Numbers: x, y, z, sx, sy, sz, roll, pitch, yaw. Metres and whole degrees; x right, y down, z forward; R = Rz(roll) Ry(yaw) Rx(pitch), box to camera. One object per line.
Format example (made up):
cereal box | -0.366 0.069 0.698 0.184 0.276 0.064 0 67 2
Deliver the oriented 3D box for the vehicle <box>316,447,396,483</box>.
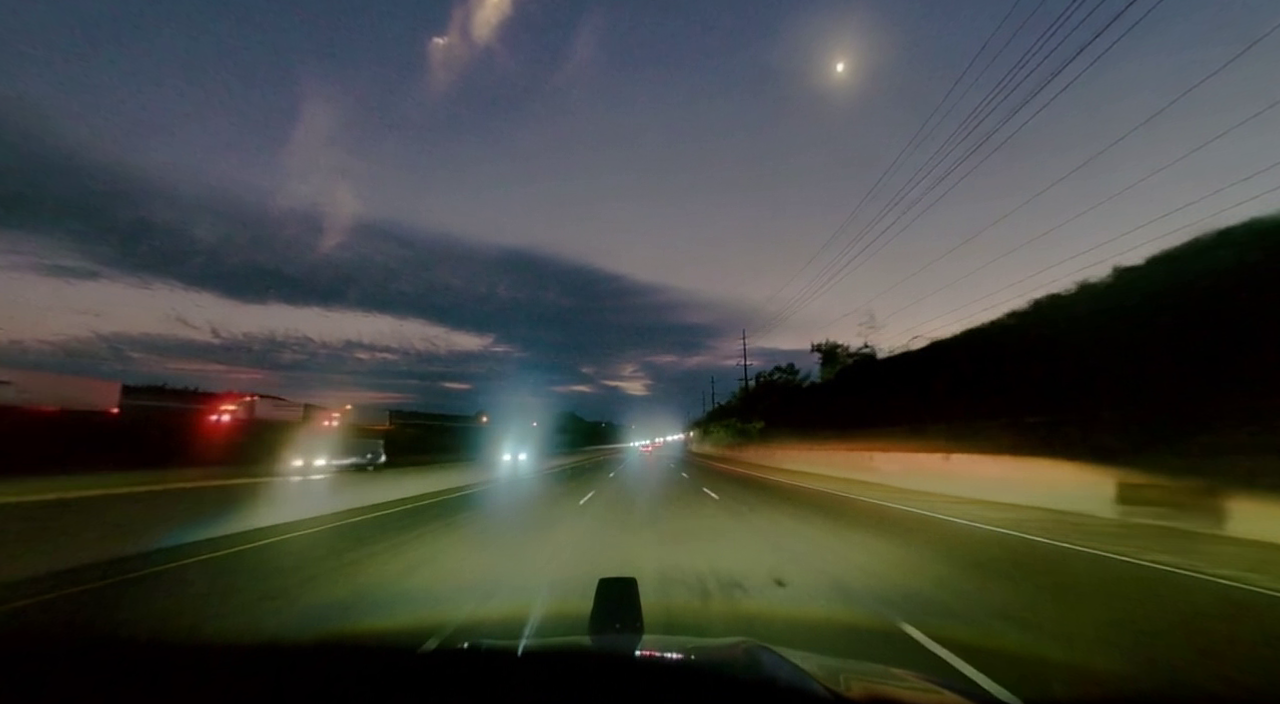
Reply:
vehicle | -11.579 4.643 26.004 1.551 1.382 3.595 0 -10 1
